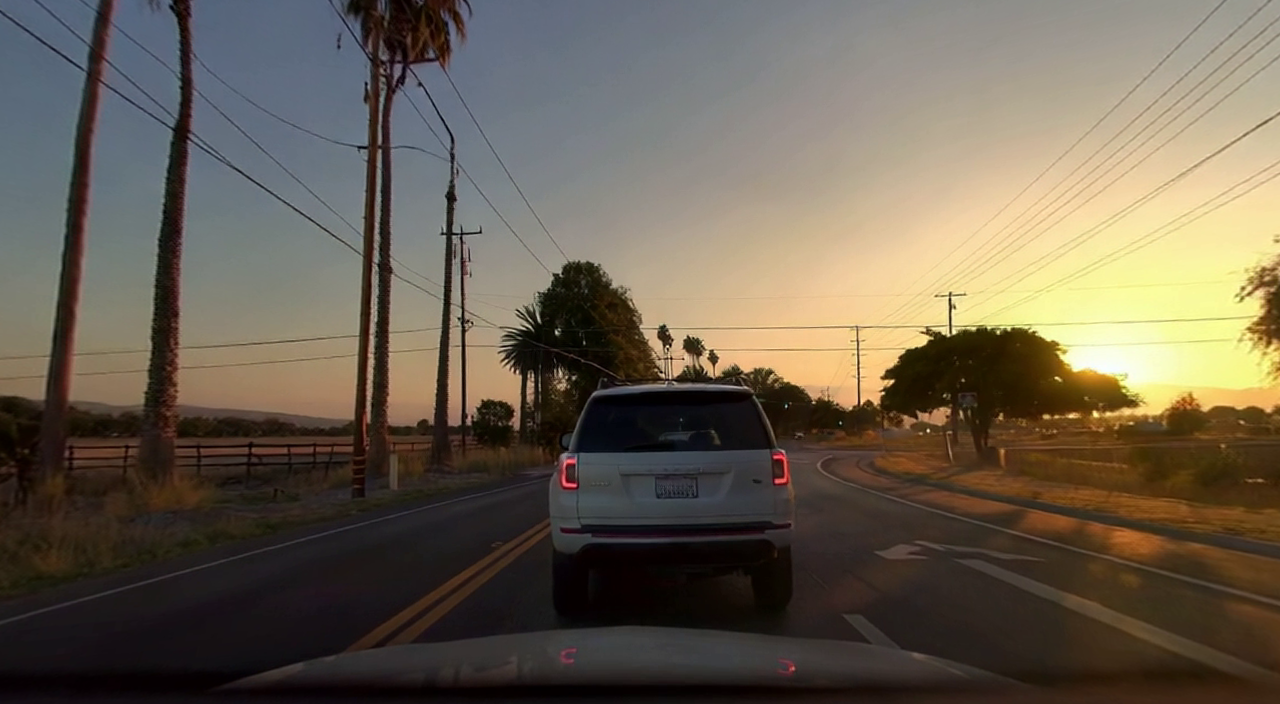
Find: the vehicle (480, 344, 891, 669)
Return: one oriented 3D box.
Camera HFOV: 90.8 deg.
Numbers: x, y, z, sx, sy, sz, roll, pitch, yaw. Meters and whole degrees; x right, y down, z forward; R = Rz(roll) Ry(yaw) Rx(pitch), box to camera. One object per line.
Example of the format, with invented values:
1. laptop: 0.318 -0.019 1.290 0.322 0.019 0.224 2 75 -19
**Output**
1. vehicle: 0.178 1.210 5.996 2.364 1.859 4.538 0 -8 -2
